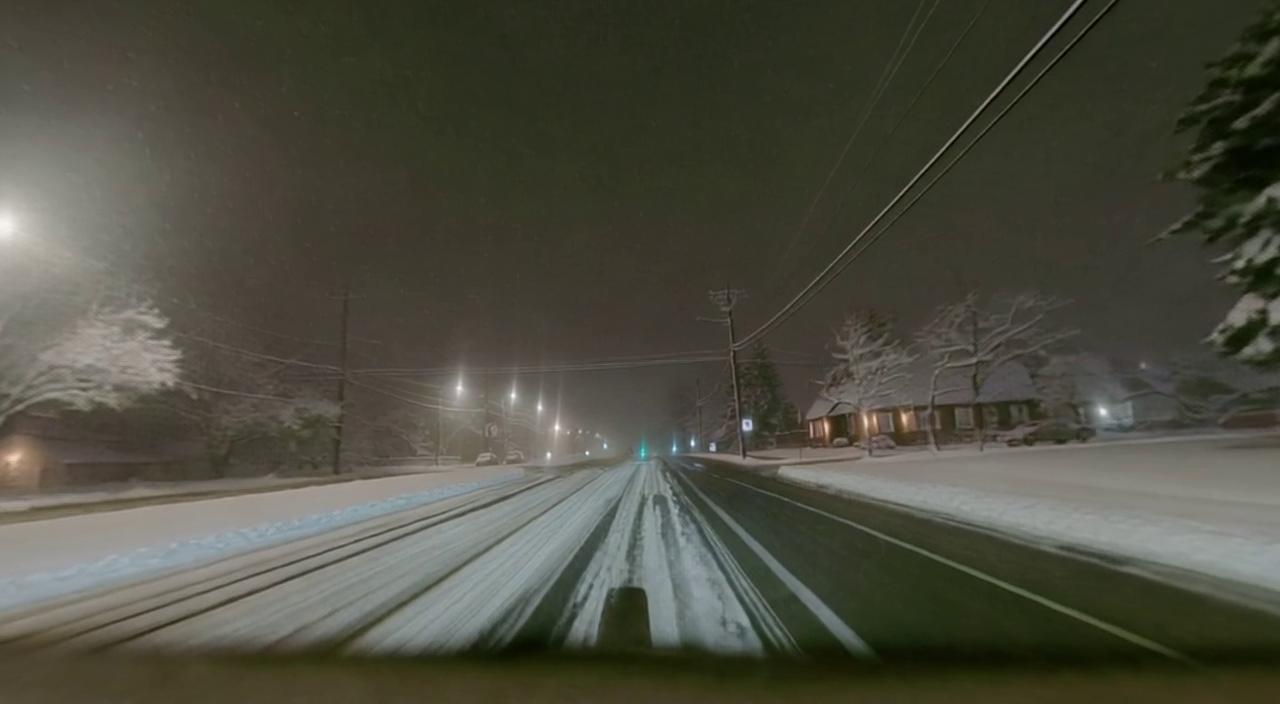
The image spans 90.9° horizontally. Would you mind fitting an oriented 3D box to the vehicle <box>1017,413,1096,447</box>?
[{"bbox_3d":[26.704,5.109,40.634,2.009,2.044,4.571,-1,-8,2],"label":"vehicle"}]
